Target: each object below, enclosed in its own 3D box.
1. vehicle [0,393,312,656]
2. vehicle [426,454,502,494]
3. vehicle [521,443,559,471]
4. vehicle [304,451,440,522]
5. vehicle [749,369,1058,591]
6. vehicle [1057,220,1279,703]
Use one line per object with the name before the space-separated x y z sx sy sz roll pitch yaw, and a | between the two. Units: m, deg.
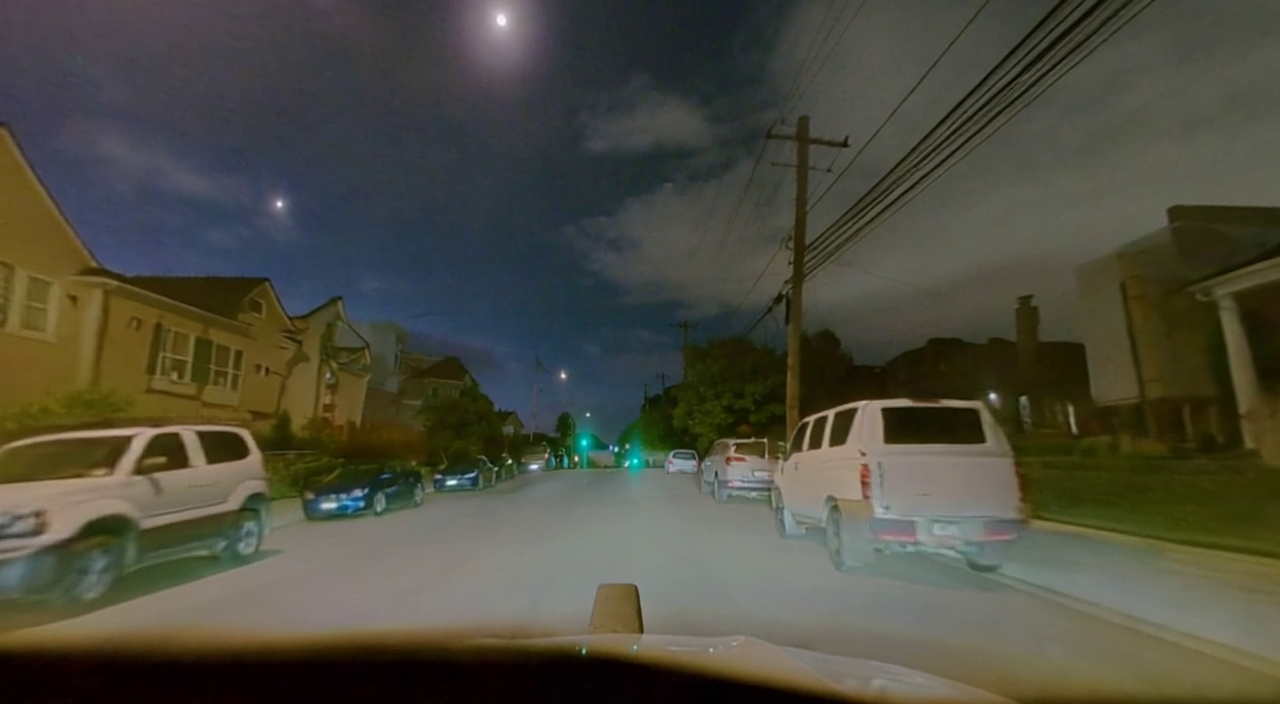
vehicle | -5.972 1.655 7.173 2.059 1.969 4.925 0 -8 -3
vehicle | -6.857 4.754 25.074 1.958 1.359 4.357 0 -8 -3
vehicle | -7.437 7.821 47.364 2.183 1.972 4.817 0 -8 -2
vehicle | -6.641 3.338 16.305 1.866 1.474 4.753 0 -8 -6
vehicle | 3.126 1.650 8.907 2.295 2.279 4.578 0 -8 0
vehicle | 3.237 0.362 0.292 2.237 2.071 5.332 0 -8 -2
